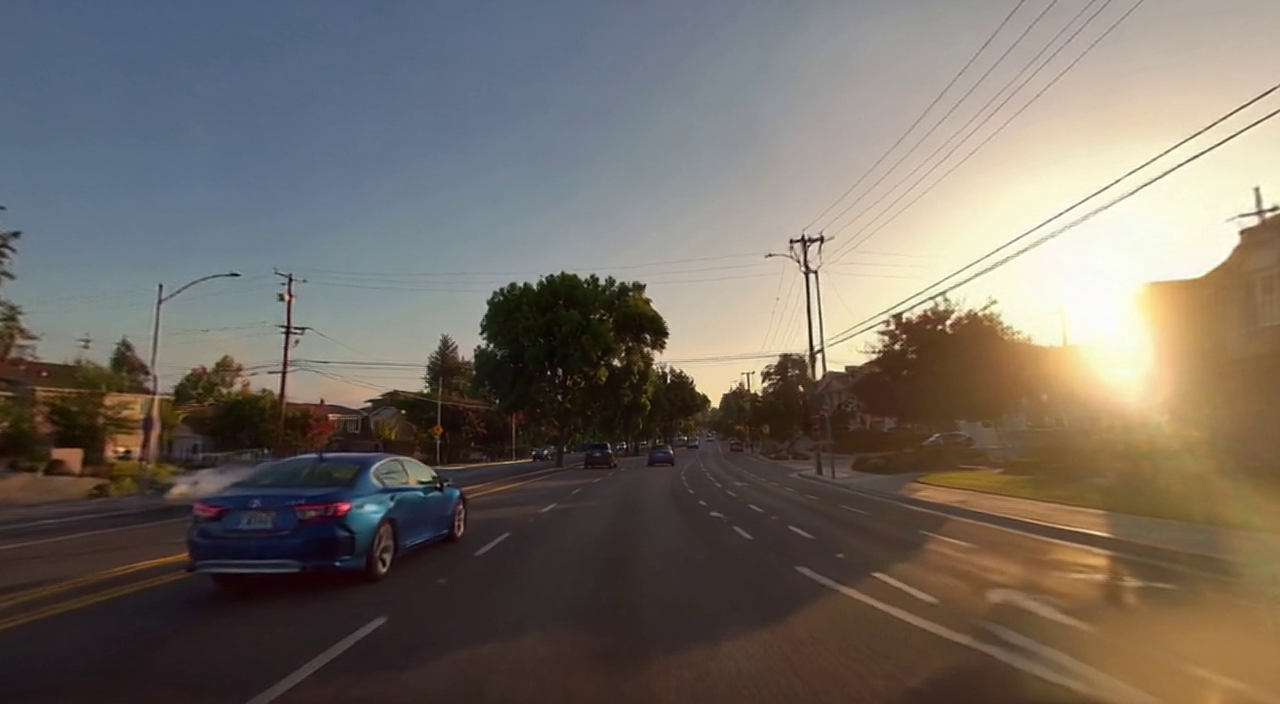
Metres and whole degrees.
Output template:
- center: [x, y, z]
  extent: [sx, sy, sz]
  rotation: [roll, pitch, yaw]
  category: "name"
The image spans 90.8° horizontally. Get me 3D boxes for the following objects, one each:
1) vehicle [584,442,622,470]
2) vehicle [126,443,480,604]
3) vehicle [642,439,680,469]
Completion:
- center: [-2.330, 6.652, 40.738]
  extent: [1.899, 1.685, 4.121]
  rotation: [-1, -9, 5]
  category: "vehicle"
- center: [-3.577, 1.866, 7.896]
  extent: [1.901, 1.409, 4.442]
  rotation: [0, -9, 1]
  category: "vehicle"
- center: [1.413, 6.536, 40.673]
  extent: [2.155, 1.836, 4.250]
  rotation: [-1, -9, 5]
  category: "vehicle"
